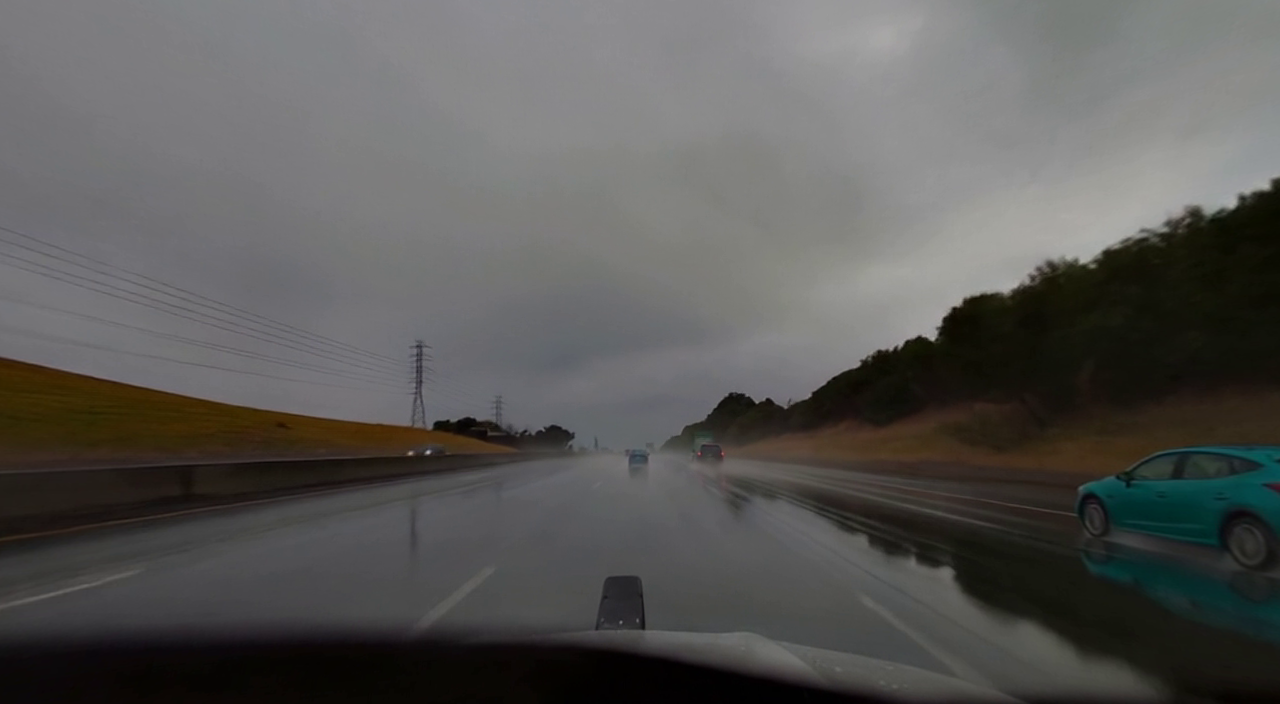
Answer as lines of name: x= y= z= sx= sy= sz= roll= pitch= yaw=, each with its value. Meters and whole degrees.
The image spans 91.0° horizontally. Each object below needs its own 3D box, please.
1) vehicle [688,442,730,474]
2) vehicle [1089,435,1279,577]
vehicle: x=4.108 y=6.351 z=38.060 sx=2.159 sy=1.782 sz=4.673 roll=0 pitch=-9 yaw=2
vehicle: x=8.011 y=1.770 z=7.378 sx=1.970 sy=1.545 sz=4.818 roll=0 pitch=-9 yaw=1
